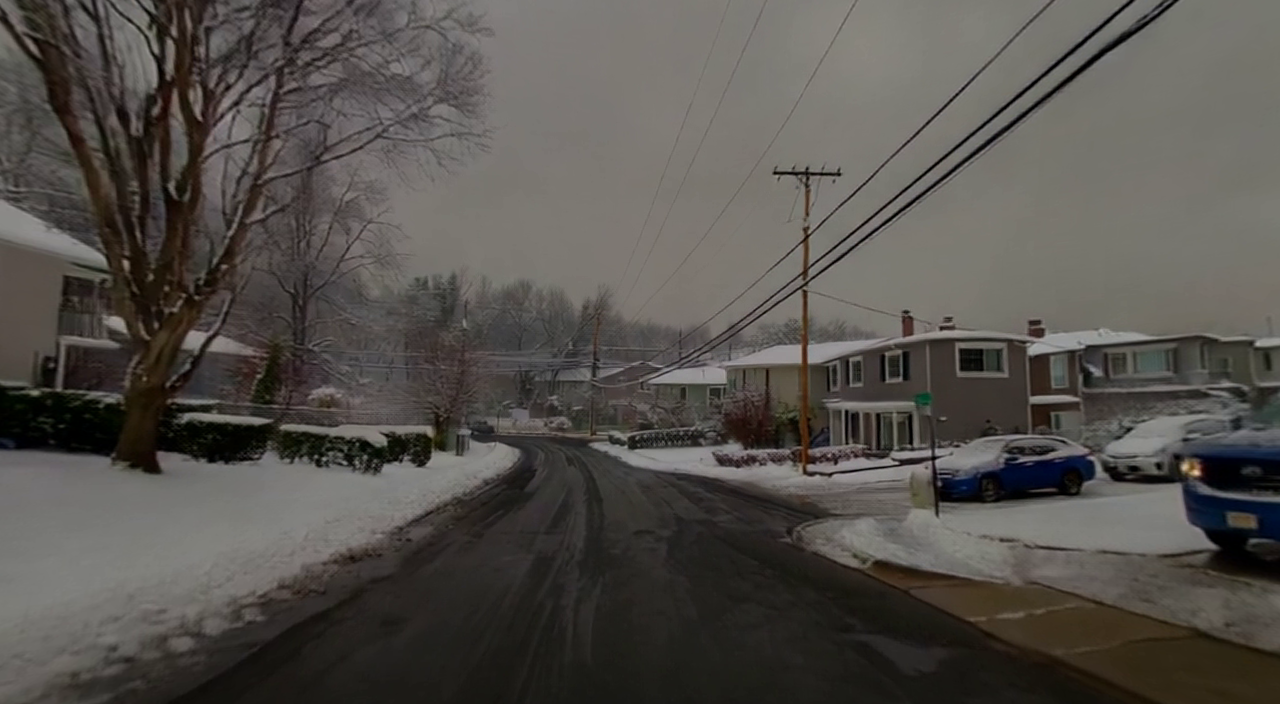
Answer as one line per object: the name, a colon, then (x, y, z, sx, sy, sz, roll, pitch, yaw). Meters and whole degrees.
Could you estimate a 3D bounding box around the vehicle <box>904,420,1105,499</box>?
vehicle: (10.067, 2.988, 17.546, 4.443, 1.948, 2.230, 2, -12, -18)

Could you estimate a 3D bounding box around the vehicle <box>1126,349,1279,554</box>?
vehicle: (9.839, 1.237, 7.869, 6.615, 2.137, 2.578, 3, -10, -20)

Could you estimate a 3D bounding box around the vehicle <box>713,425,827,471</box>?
vehicle: (6.754, 5.057, 32.675, 5.663, 1.913, 2.170, 8, -14, -27)
